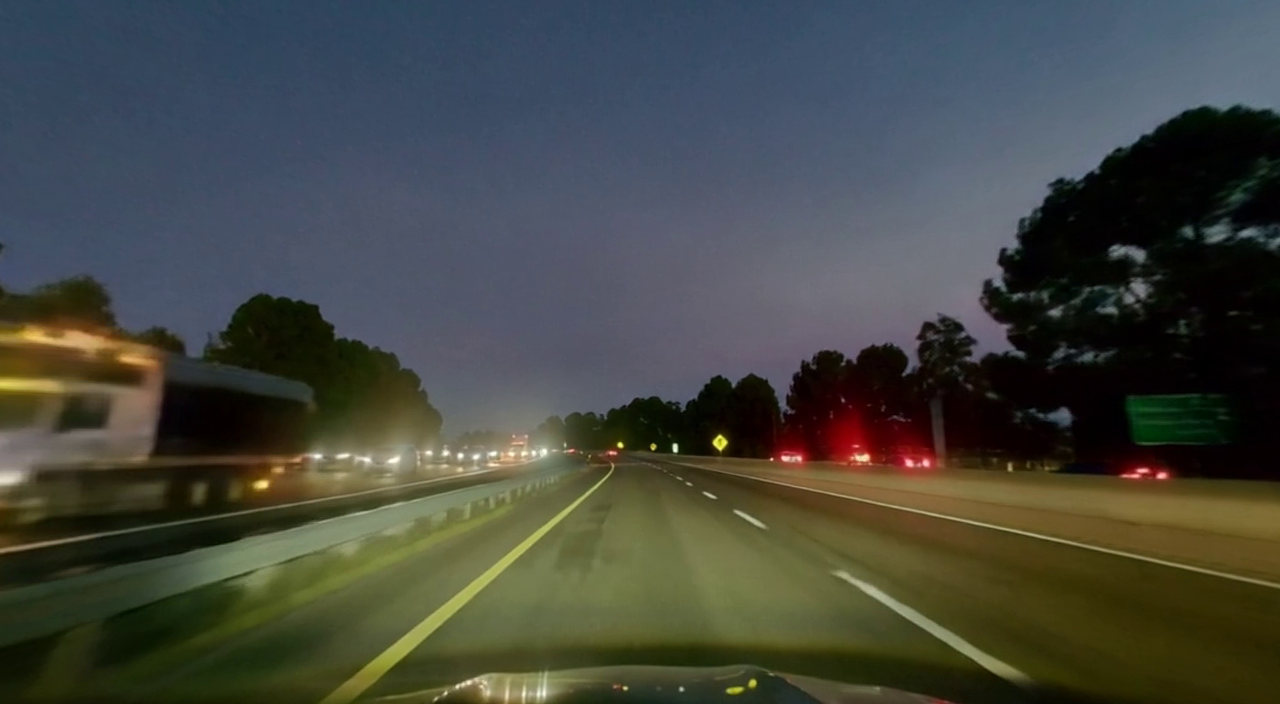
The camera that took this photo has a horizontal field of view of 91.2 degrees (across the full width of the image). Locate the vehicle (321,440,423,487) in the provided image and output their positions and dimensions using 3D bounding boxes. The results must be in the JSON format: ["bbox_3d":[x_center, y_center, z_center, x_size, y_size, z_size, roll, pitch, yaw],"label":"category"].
[{"bbox_3d":[-9.235,3.862,22.016,1.839,1.474,4.225,0,-9,-3],"label":"vehicle"}]

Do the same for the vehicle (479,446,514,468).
[{"bbox_3d":[-10.629,7.799,46.564,1.832,1.507,3.859,0,-9,-2],"label":"vehicle"}]

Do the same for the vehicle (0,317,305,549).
[{"bbox_3d":[-8.559,1.429,10.525,2.356,2.637,6.975,0,-9,-4],"label":"vehicle"}]

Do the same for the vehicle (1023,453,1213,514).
[{"bbox_3d":[13.883,3.802,18.659,1.941,1.536,4.585,0,-9,-2],"label":"vehicle"}]

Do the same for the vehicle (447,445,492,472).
[{"bbox_3d":[-10.136,6.350,37.563,1.797,1.477,3.854,0,-9,-3],"label":"vehicle"}]
